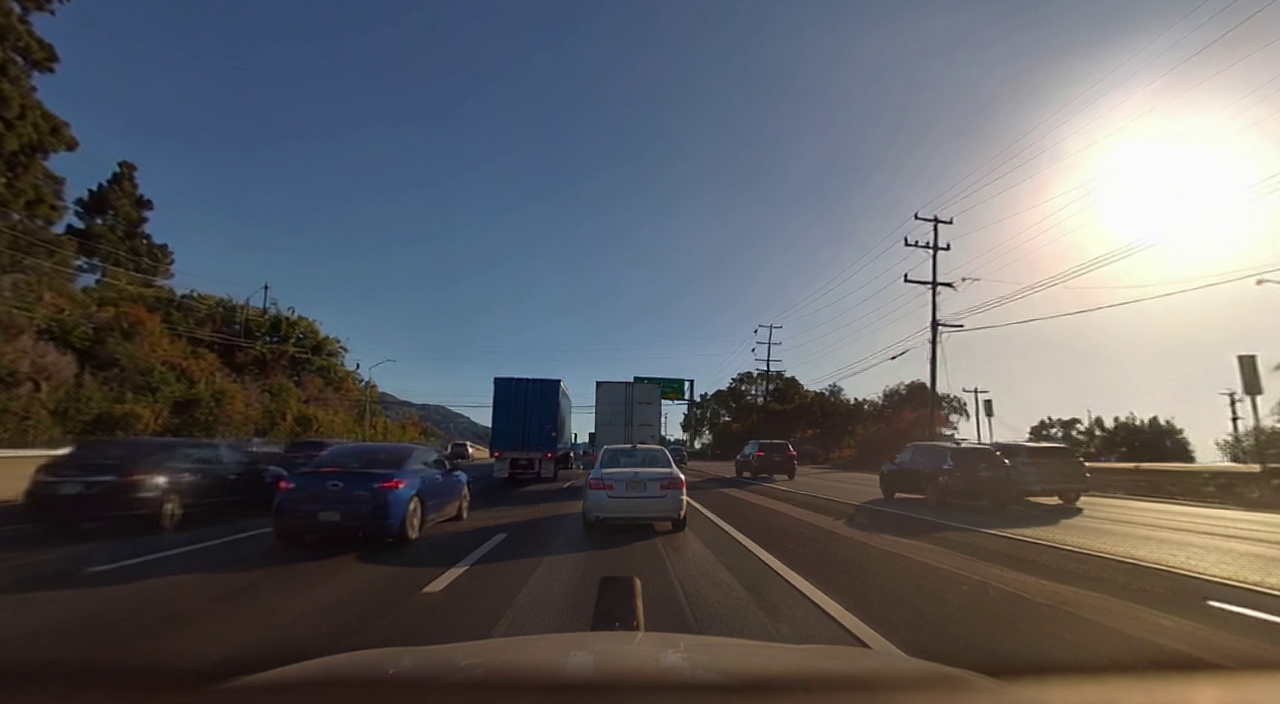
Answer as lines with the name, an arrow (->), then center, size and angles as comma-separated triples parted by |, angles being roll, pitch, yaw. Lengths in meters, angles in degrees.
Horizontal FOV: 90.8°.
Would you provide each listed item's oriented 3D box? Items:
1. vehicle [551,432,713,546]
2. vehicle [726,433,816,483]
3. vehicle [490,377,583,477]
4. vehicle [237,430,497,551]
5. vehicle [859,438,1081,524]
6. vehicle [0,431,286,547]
vehicle -> -0.201, 2.099, 10.312 | 2.112, 1.463, 4.012 | 0, -9, -3
vehicle -> 4.731, 3.897, 23.458 | 2.023, 1.676, 4.002 | 1, -9, -7
vehicle -> -5.282, 4.610, 36.276 | 3.150, 4.298, 17.928 | 0, -9, -3
vehicle -> -3.911, 2.078, 10.267 | 2.090, 1.463, 4.968 | 0, -9, -1
vehicle -> 6.264, 2.471, 12.668 | 1.878, 1.406, 4.164 | 1, -9, -6
vehicle -> -8.156, 2.106, 10.428 | 2.008, 1.454, 4.693 | 0, -9, -2
